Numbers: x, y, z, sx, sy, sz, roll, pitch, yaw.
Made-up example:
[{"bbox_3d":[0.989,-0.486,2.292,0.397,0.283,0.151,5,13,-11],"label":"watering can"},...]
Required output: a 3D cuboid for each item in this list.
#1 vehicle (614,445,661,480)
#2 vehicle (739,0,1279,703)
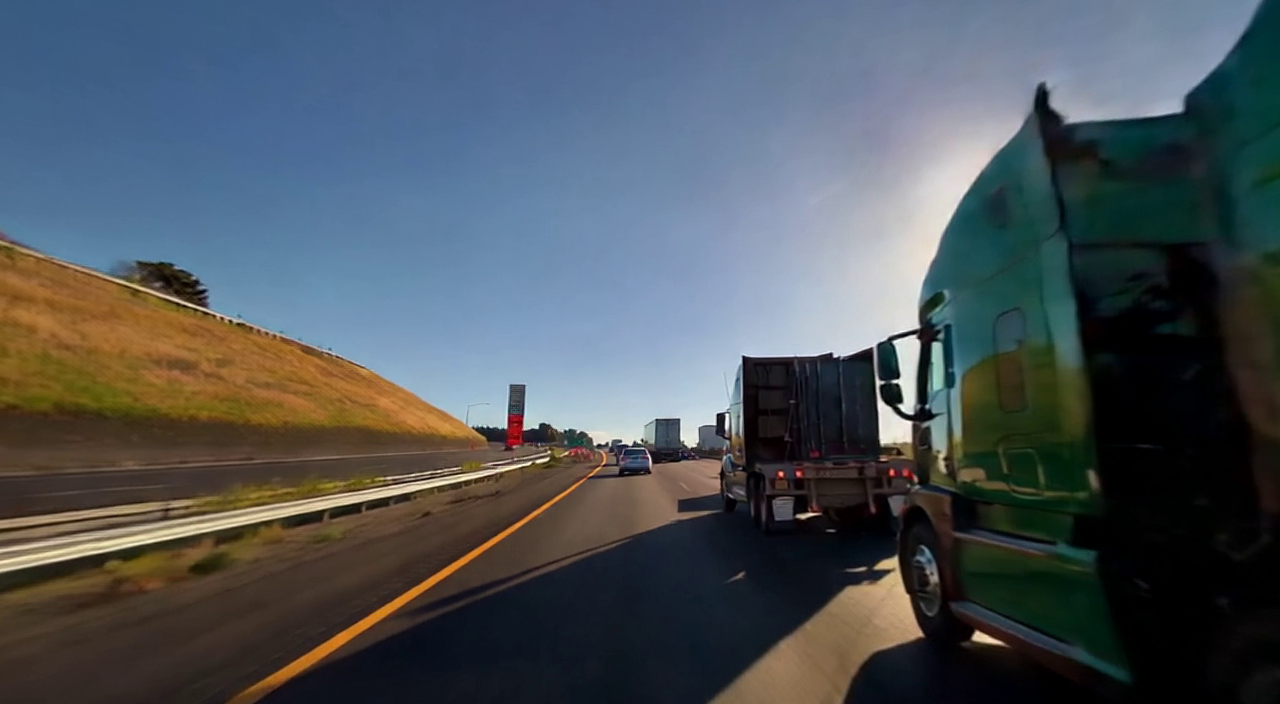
[{"bbox_3d":[-0.131,4.875,27.989,1.927,1.437,3.794,0,-9,0],"label":"vehicle"},{"bbox_3d":[3.613,0.377,6.838,2.874,4.065,14.243,0,-9,0],"label":"vehicle"}]
